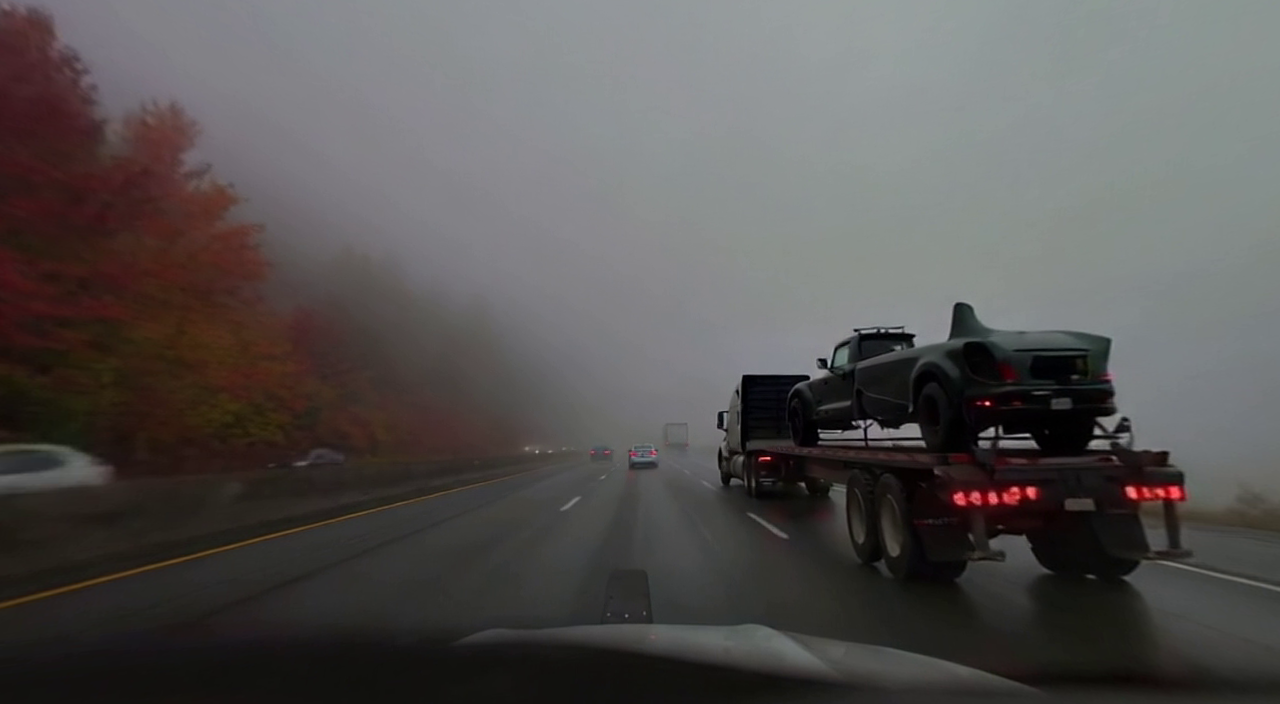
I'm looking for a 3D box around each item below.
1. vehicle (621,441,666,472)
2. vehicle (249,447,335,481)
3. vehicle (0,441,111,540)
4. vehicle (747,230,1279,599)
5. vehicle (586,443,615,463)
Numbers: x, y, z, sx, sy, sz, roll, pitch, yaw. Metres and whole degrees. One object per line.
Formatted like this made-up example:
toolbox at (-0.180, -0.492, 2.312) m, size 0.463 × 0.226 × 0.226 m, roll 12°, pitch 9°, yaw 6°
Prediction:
vehicle at (0.174, 5.316, 32.349) m, size 2.152 × 1.484 × 4.211 m, roll 0°, pitch -8°, yaw 1°
vehicle at (-18.049, 5.812, 32.912) m, size 1.917 × 1.619 × 4.369 m, roll 0°, pitch -8°, yaw 1°
vehicle at (-10.707, 2.075, 9.359) m, size 1.955 × 1.488 × 4.226 m, roll 0°, pitch -8°, yaw 1°
vehicle at (4.789, 1.432, 12.067) m, size 3.150 × 3.257 × 13.098 m, roll 0°, pitch -8°, yaw 0°
vehicle at (-2.917, 7.550, 47.266) m, size 1.928 × 1.464 × 3.706 m, roll 0°, pitch -8°, yaw 1°
